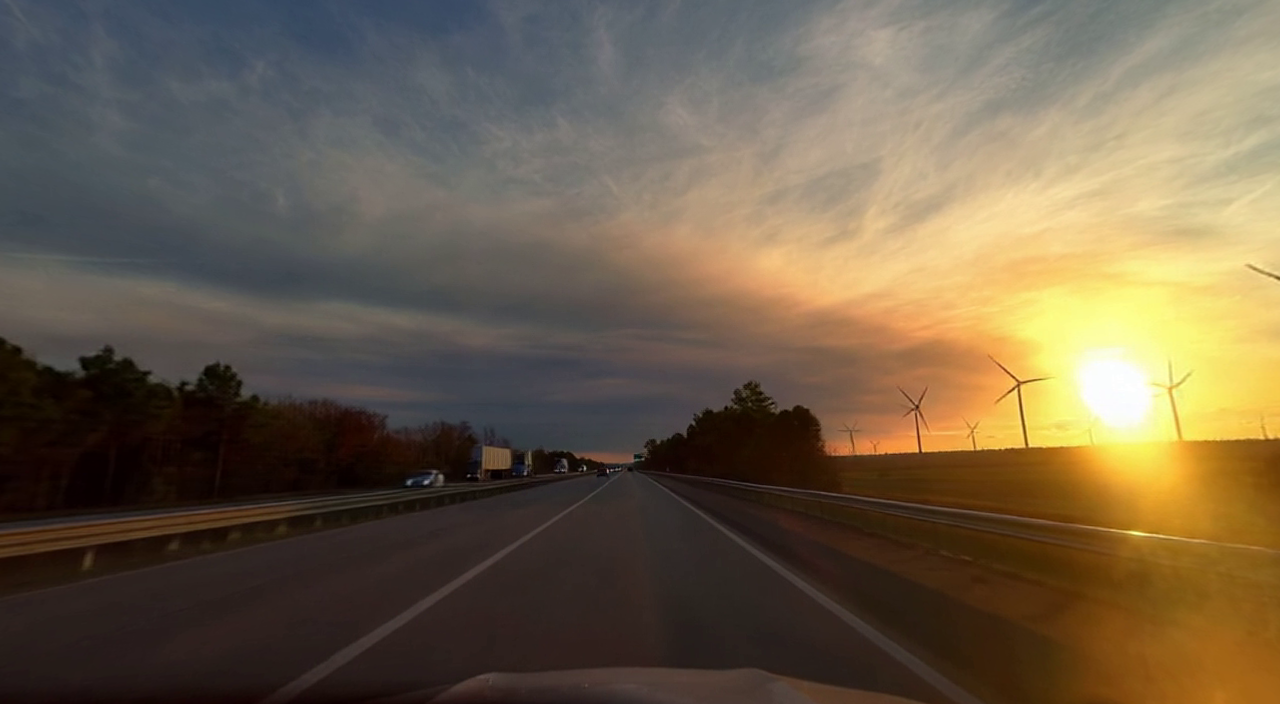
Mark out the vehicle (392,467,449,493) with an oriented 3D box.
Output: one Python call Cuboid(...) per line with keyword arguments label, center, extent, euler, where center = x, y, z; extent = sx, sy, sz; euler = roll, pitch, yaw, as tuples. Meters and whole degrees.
Cuboid(label="vehicle", center=(-13.701, 7.990, 39.514), extent=(2.012, 1.514, 4.190), euler=(1, -10, 0))
